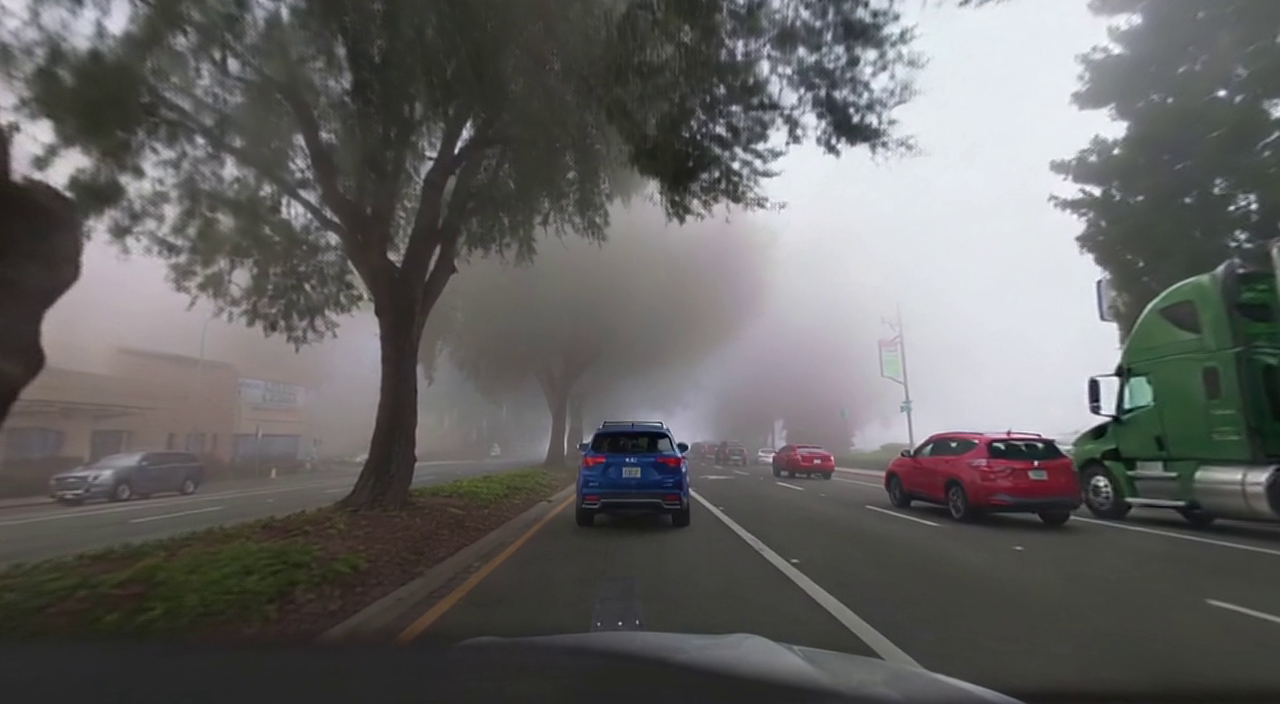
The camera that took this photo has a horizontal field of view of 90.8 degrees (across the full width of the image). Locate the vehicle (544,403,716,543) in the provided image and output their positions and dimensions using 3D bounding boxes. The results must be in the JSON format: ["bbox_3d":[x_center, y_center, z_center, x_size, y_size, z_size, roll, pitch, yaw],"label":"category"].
[{"bbox_3d":[-0.161,1.958,10.744,2.320,1.880,4.192,0,-9,-1],"label":"vehicle"}]

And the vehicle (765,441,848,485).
[{"bbox_3d":[6.413,4.305,24.888,2.035,1.553,4.465,0,-9,0],"label":"vehicle"}]

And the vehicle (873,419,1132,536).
[{"bbox_3d":[6.181,2.185,11.597,2.056,1.703,4.428,0,-9,-1],"label":"vehicle"}]

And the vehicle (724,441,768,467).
[{"bbox_3d":[6.534,6.349,39.380,1.914,1.523,4.287,0,-9,-1],"label":"vehicle"}]

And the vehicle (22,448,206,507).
[{"bbox_3d":[-19.292,4.574,23.644,2.302,1.939,5.221,0,-9,1],"label":"vehicle"}]

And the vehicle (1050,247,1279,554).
[{"bbox_3d":[9.988,0.678,8.637,3.030,4.019,8.420,0,-9,0],"label":"vehicle"}]
